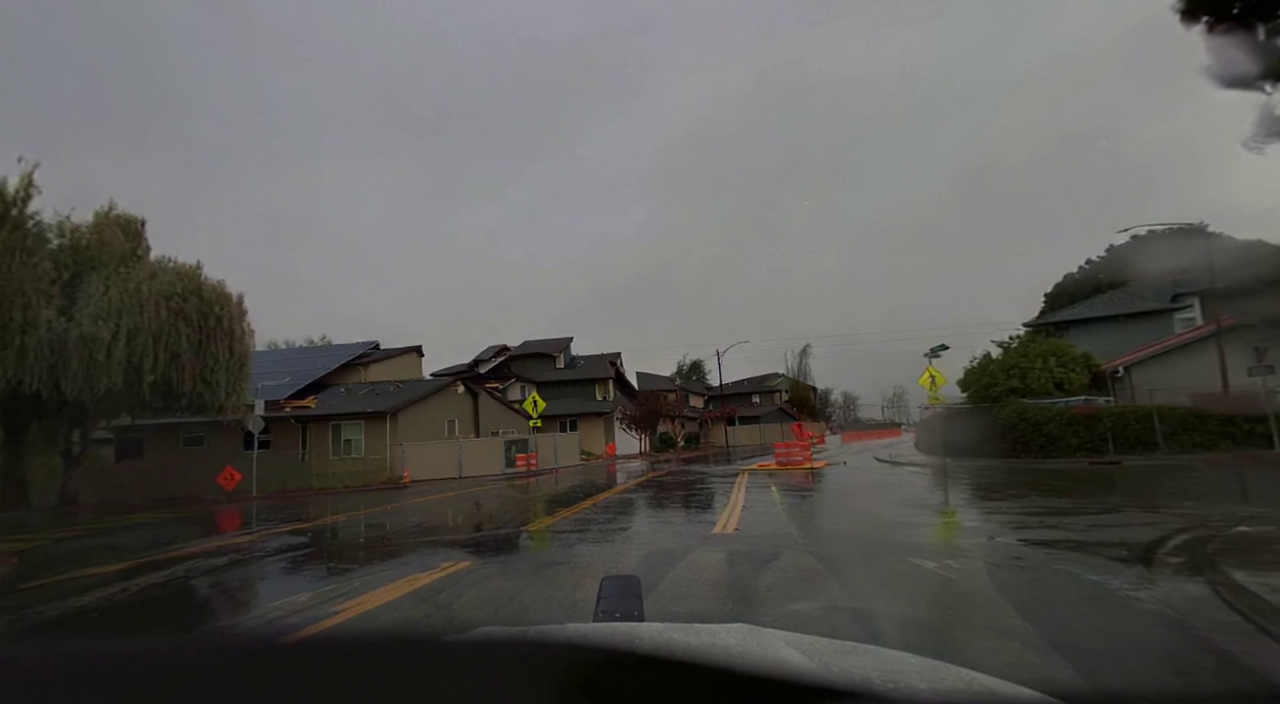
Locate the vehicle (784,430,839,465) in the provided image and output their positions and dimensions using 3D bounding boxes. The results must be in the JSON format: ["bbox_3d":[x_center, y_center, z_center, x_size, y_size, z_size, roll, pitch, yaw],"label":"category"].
[{"bbox_3d":[8.074,4.409,29.363,1.966,1.455,4.075,-3,-8,21],"label":"vehicle"}]
